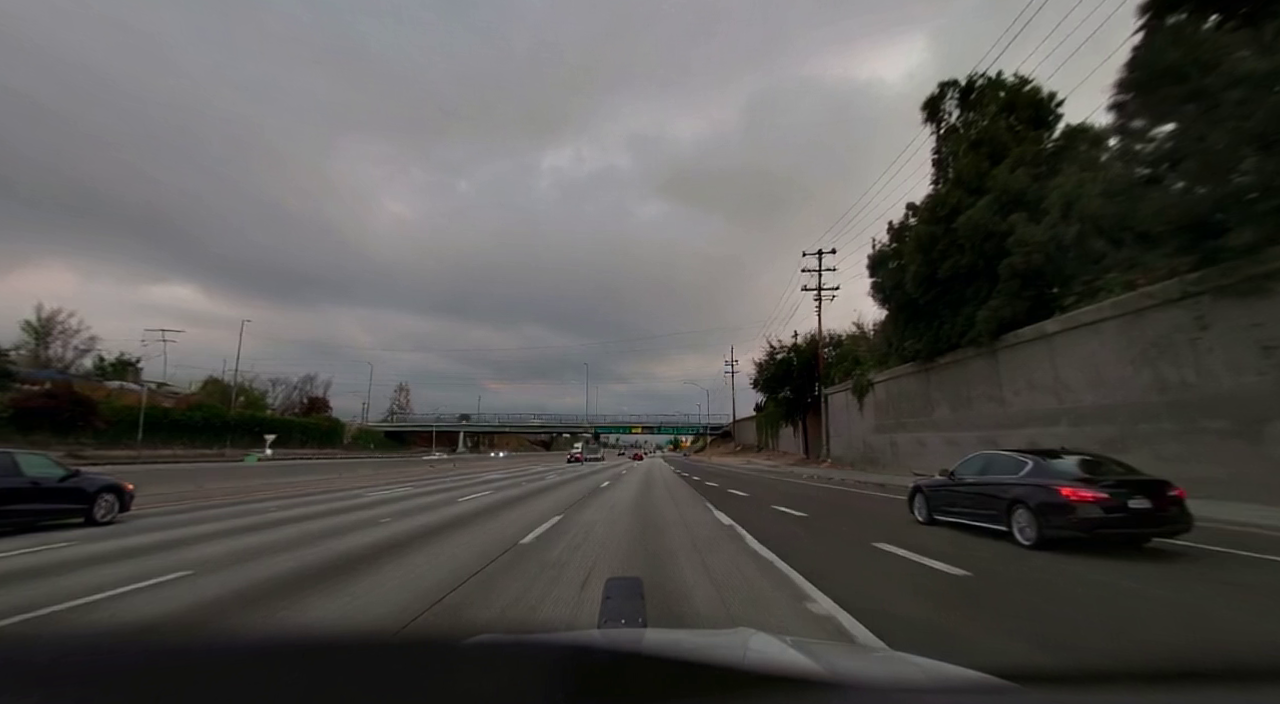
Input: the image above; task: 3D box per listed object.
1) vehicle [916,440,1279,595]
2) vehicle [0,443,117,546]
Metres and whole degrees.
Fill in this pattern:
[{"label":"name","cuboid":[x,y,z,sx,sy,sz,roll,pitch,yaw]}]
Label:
[{"label":"vehicle","cuboid":[6.000,2.012,8.774,2.009,1.508,4.874,0,-8,-1]},{"label":"vehicle","cuboid":[-10.261,2.000,8.728,2.056,1.476,4.562,0,-8,1]}]
